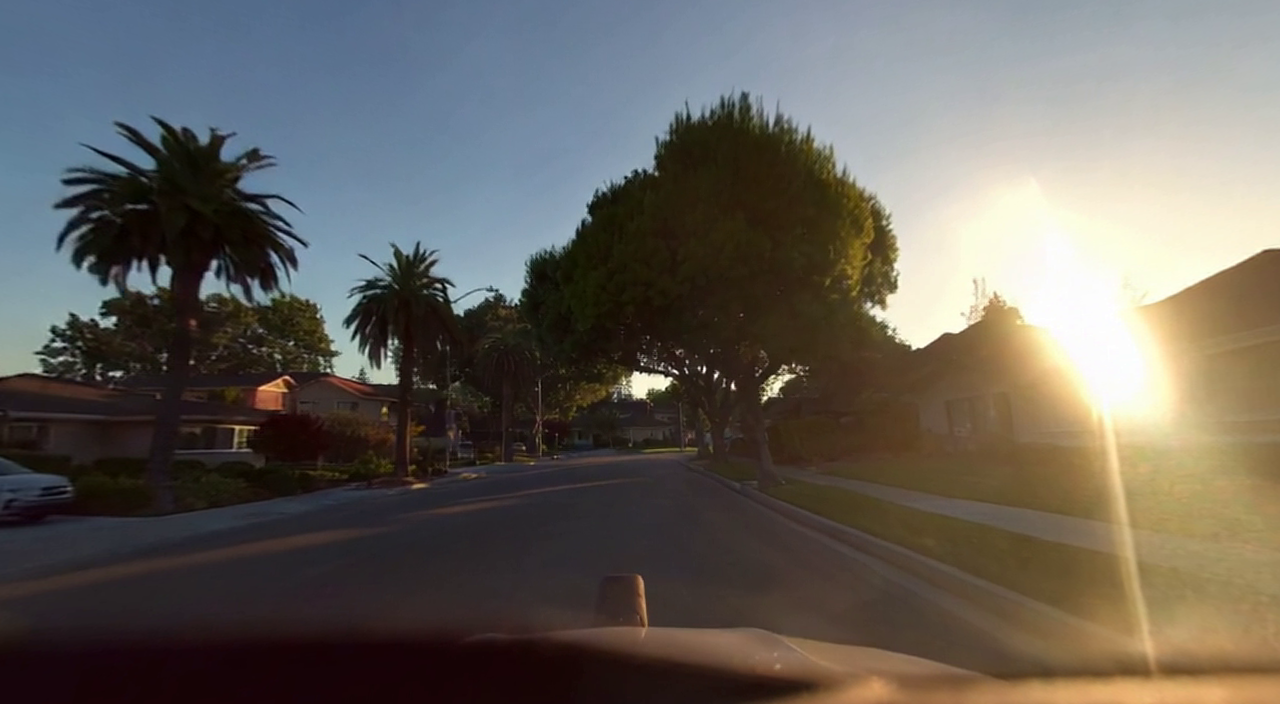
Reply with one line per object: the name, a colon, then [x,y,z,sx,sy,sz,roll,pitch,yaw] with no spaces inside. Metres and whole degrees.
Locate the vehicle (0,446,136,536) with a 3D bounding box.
vehicle: [-14.337,2.927,13.648,5.050,1.774,2.031,0,-9,-1]
